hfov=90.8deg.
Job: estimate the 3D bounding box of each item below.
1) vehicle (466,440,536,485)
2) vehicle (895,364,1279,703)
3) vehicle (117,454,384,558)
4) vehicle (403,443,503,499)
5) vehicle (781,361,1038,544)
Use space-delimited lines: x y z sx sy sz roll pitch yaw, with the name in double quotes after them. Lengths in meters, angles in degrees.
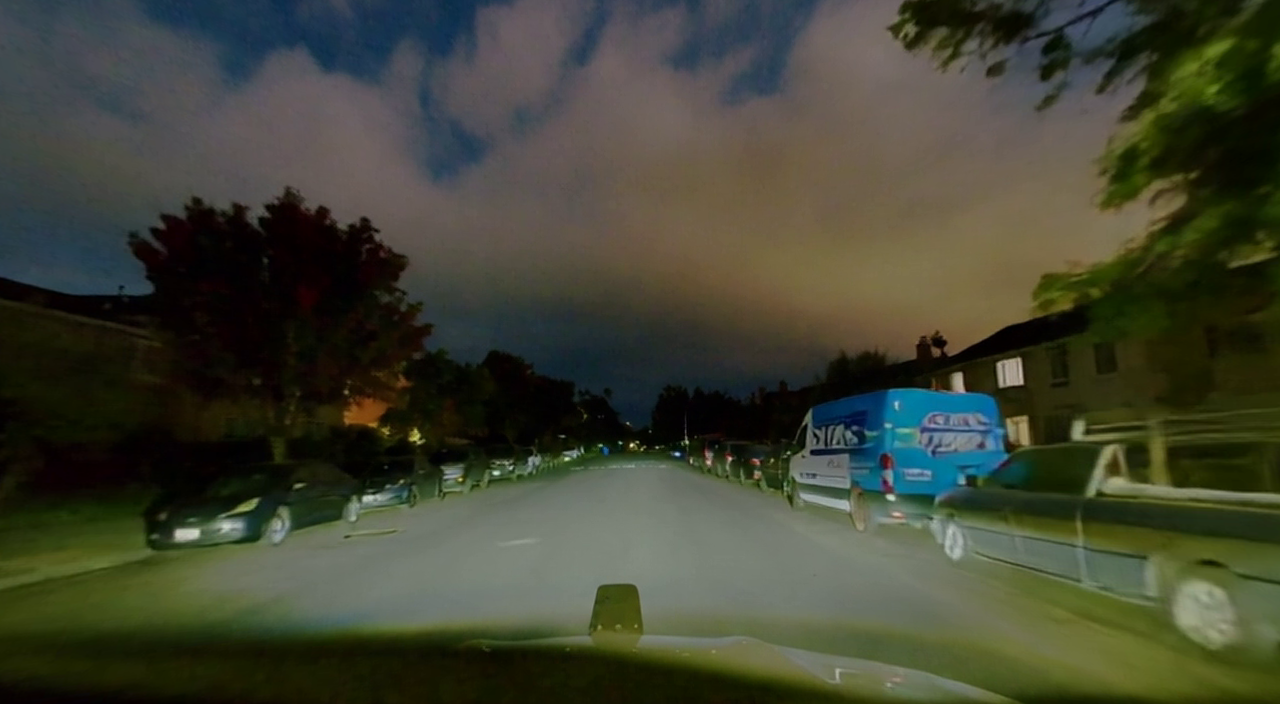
-6.790 5.475 31.712 2.195 2.023 6.055 0 -9 -1 "vehicle"
4.324 1.258 5.264 1.907 1.768 6.059 0 -9 0 "vehicle"
-6.748 2.665 11.811 1.869 1.467 4.921 0 -9 0 "vehicle"
-6.828 4.380 23.806 2.162 1.846 5.426 0 -9 -1 "vehicle"
4.582 1.892 12.163 2.178 2.656 5.712 0 -9 -2 "vehicle"
